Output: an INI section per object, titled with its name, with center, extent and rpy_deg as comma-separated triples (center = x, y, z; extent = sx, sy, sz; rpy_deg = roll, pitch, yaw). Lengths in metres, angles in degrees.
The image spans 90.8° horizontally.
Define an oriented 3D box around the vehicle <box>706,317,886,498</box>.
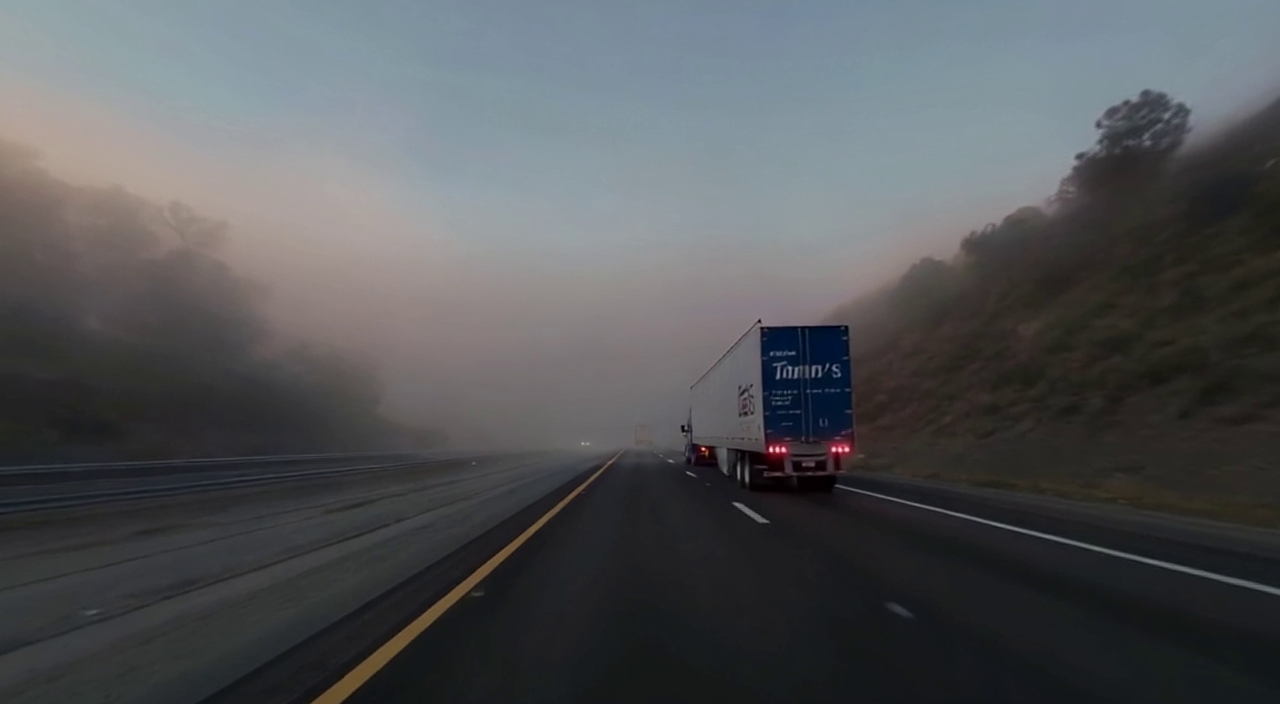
[vehicle]
center = 4.218, 1.979, 19.920
extent = 3.039, 4.342, 9.556
rpy_deg = 0, -8, -1
